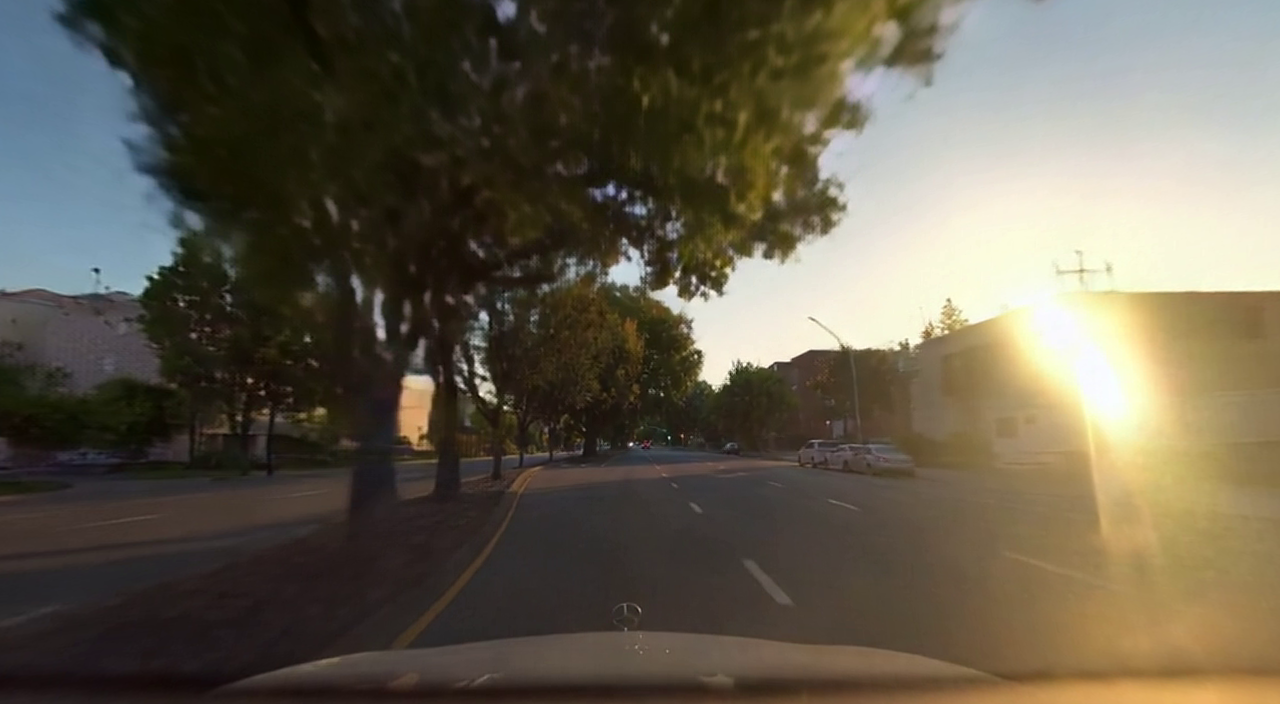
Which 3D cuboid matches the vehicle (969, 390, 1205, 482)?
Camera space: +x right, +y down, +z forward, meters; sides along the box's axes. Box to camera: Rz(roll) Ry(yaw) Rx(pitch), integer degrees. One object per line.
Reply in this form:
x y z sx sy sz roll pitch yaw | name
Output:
17.101 3.269 24.585 6.927 3.298 2.751 0 -8 0 | vehicle

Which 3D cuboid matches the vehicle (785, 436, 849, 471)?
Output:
10.031 5.796 36.299 2.092 1.848 4.879 0 -8 -2 | vehicle

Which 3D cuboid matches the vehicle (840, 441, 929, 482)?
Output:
10.286 4.618 26.933 1.931 1.565 4.043 1 -9 -4 | vehicle
